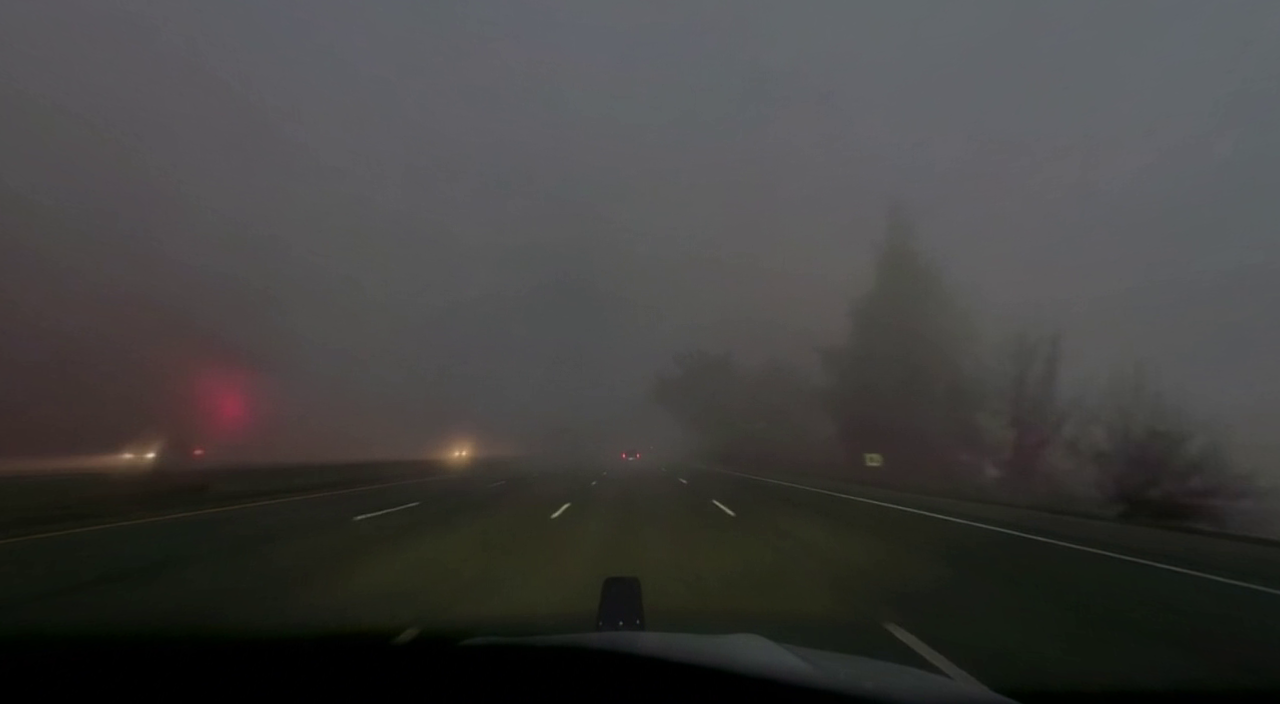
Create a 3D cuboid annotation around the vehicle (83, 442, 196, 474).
[{"bbox_3d":[-24.643,5.233,31.341,1.799,1.465,4.657,0,-9,0],"label":"vehicle"}]
